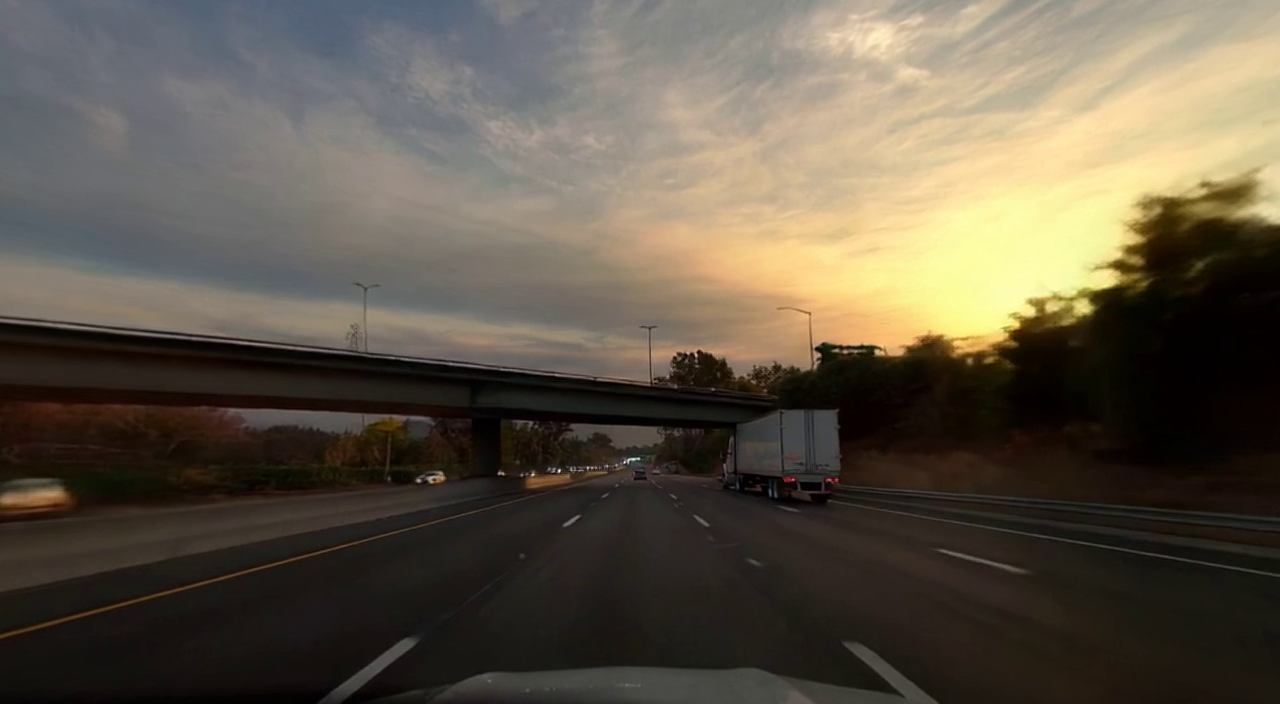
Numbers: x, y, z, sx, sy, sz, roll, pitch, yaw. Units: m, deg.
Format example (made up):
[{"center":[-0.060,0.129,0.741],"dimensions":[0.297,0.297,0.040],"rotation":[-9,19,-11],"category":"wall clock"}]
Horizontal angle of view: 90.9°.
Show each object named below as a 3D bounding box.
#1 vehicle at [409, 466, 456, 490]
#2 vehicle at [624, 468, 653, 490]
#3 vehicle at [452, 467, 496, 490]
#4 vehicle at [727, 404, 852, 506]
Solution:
[{"center":[-15.112,9.219,46.169],"dimensions":[1.887,1.599,4.561],"rotation":[1,-10,-1],"category":"vehicle"},{"center":[-0.103,9.192,45.815],"dimensions":[2.029,1.459,3.684],"rotation":[1,-10,0],"category":"vehicle"},{"center":[-11.284,8.620,43.145],"dimensions":[1.870,1.478,4.173],"rotation":[1,-10,-1],"category":"vehicle"},{"center":[7.011,5.440,32.479],"dimensions":[2.926,4.073,13.836],"rotation":[1,-10,0],"category":"vehicle"}]
